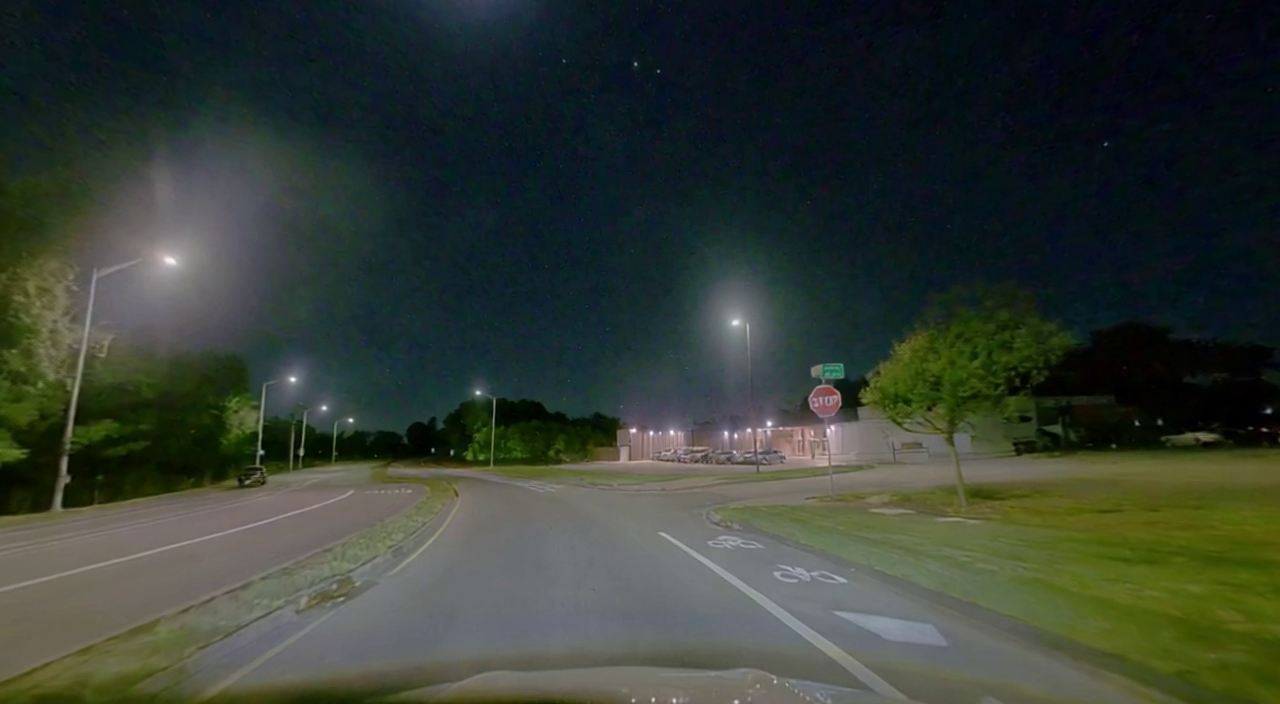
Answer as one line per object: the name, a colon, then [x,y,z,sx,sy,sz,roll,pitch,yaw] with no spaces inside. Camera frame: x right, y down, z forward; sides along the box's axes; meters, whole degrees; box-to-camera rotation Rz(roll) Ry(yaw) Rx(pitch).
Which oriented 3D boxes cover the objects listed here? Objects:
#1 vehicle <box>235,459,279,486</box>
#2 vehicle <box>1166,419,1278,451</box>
vehicle: [-26.108,8.230,43.030,1.952,1.632,4.200,1,-11,-23]
vehicle: [34.954,5.070,37.950,1.811,1.793,4.479,5,-10,-30]
